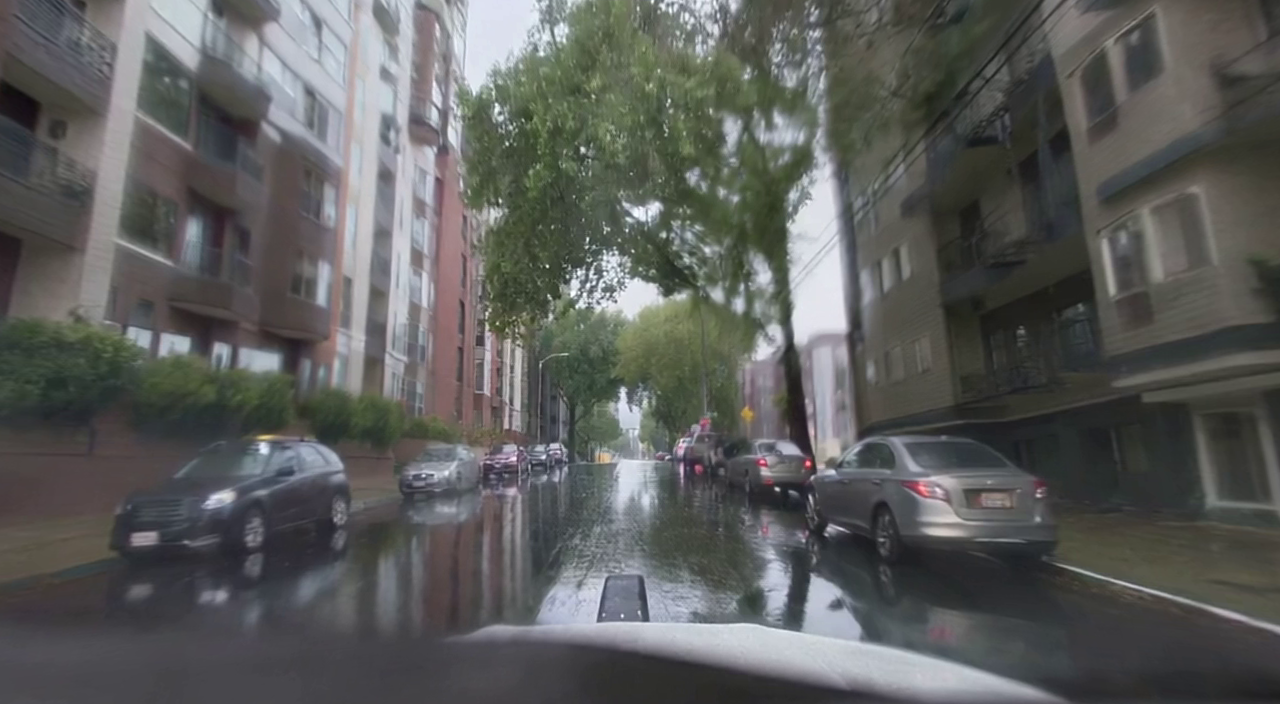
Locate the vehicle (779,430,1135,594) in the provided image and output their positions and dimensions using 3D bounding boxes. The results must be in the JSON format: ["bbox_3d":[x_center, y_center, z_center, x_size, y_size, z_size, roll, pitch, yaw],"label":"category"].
[{"bbox_3d":[3.482,1.837,8.382,2.041,1.488,5.026,0,-8,-1],"label":"vehicle"}]

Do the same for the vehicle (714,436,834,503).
[{"bbox_3d":[3.350,3.046,16.905,1.948,1.502,5.013,0,-8,-2],"label":"vehicle"}]

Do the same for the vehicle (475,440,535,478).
[{"bbox_3d":[-6.452,5.130,30.610,1.947,1.707,4.352,0,-8,0],"label":"vehicle"}]

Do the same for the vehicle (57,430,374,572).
[{"bbox_3d":[-6.256,2.189,10.206,2.023,1.740,4.567,0,-8,-2],"label":"vehicle"}]

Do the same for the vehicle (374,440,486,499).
[{"bbox_3d":[-6.494,3.667,20.152,2.100,1.640,4.341,0,-8,0],"label":"vehicle"}]
